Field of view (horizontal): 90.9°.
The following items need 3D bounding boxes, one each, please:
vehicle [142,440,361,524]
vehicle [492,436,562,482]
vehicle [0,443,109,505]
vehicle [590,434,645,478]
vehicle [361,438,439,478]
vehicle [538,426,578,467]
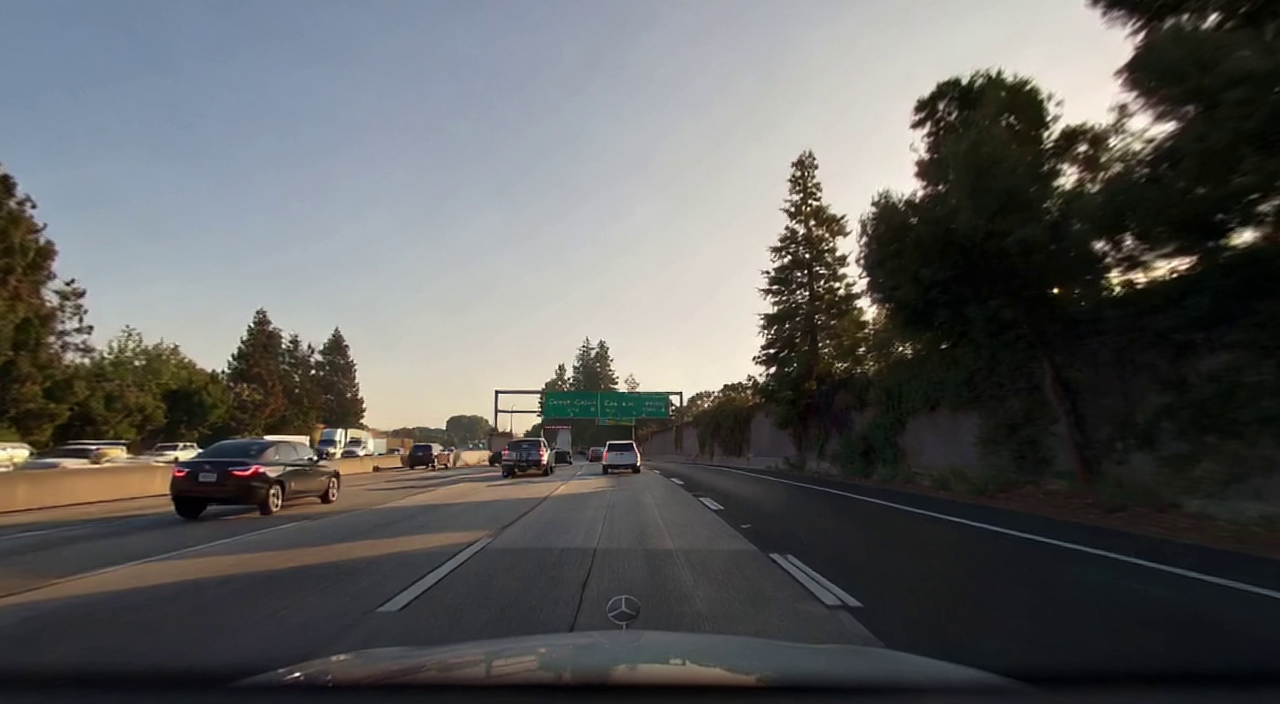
[{"bbox_3d":[-7.908,2.644,13.480,1.896,1.465,4.399,0,-8,-1],"label":"vehicle"},{"bbox_3d":[-4.311,4.152,24.736,2.005,1.631,4.295,0,-8,-1],"label":"vehicle"},{"bbox_3d":[-16.396,3.075,16.133,1.849,1.473,4.487,0,-8,-3],"label":"vehicle"},{"bbox_3d":[-0.913,4.230,25.893,2.092,1.671,3.772,0,-8,-2],"label":"vehicle"},{"bbox_3d":[-11.854,5.257,31.581,2.079,1.807,5.187,0,-8,-2],"label":"vehicle"},{"bbox_3d":[-5.587,6.527,43.765,2.279,2.672,5.256,0,-8,-2],"label":"vehicle"}]
